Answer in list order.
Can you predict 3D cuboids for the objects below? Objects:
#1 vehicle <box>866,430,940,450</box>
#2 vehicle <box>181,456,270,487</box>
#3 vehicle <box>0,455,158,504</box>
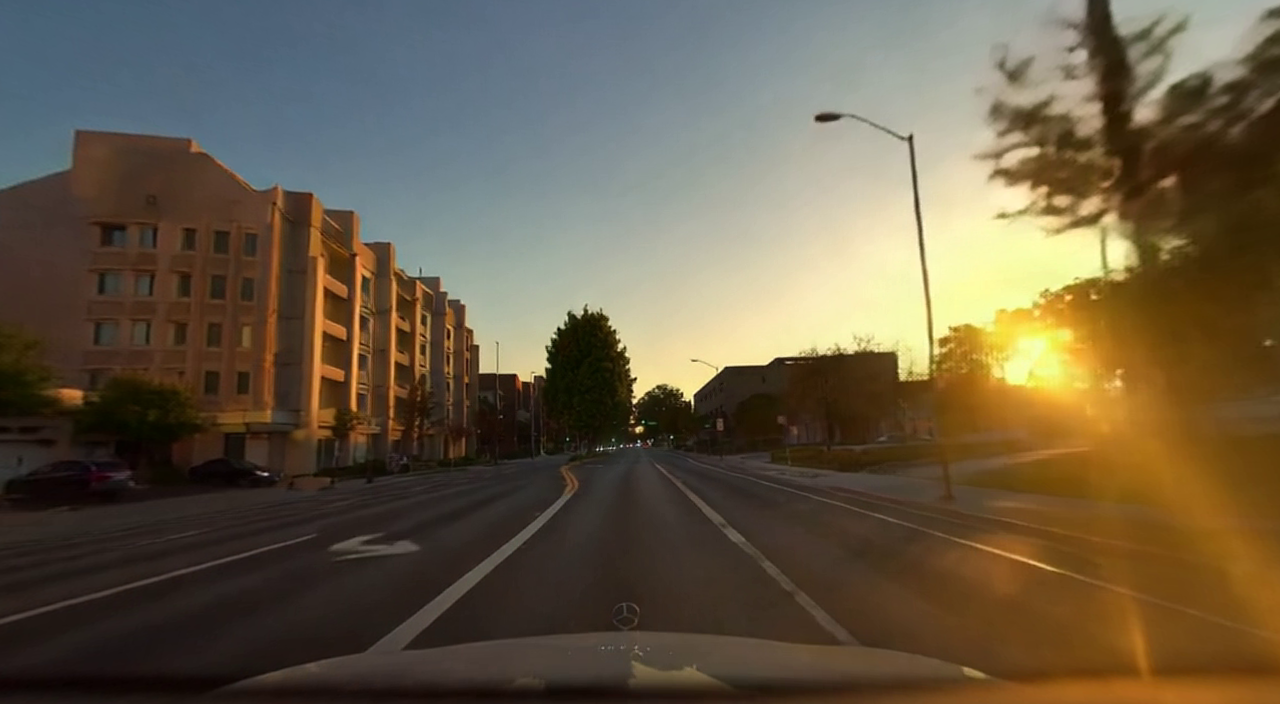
[{"bbox_3d":[19.334,6.503,46.646,4.621,1.393,1.824,-1,-9,2],"label":"vehicle"},{"bbox_3d":[-24.122,6.919,36.975,2.067,1.644,4.216,0,-9,4],"label":"vehicle"},{"bbox_3d":[-23.130,5.216,26.095,4.794,1.869,2.060,-1,-9,4],"label":"vehicle"}]
